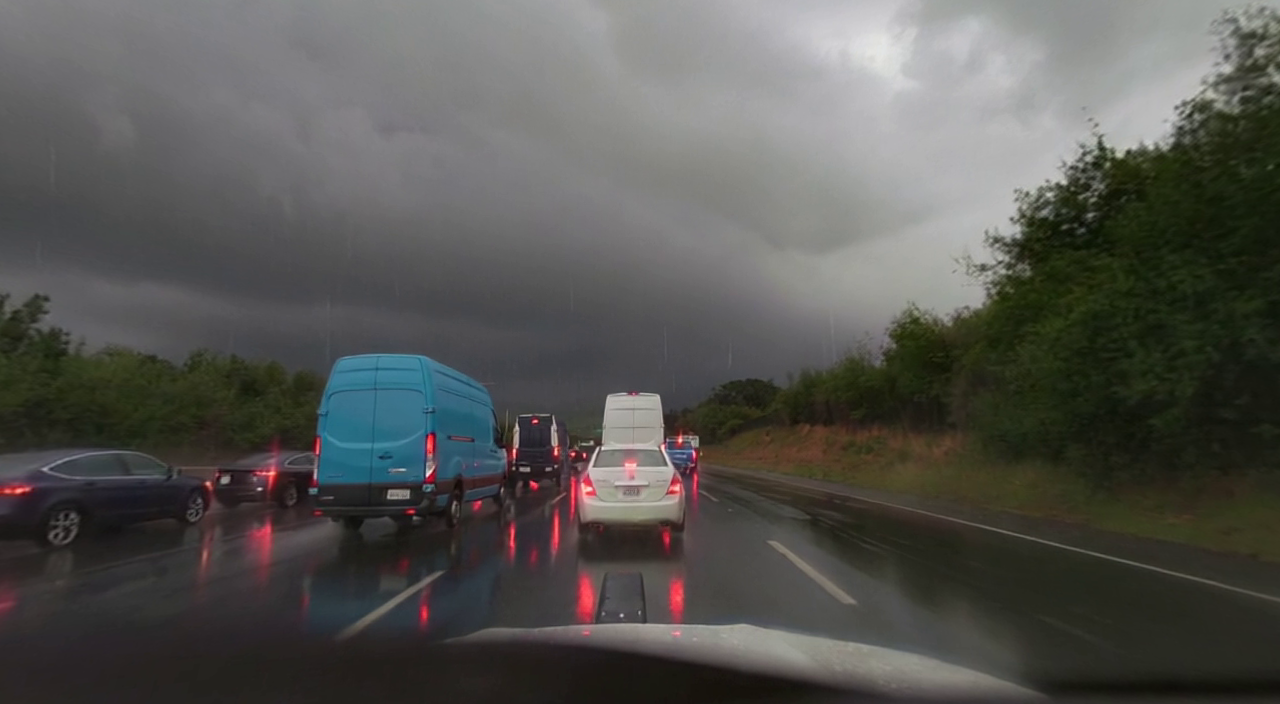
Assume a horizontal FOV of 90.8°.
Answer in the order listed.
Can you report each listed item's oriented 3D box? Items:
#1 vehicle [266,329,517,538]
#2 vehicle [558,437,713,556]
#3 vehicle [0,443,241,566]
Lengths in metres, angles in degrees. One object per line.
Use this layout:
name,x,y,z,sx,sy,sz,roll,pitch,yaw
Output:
vehicle,-4.069,1.610,12.120,2.254,2.879,6.656,0,-9,-2
vehicle,-0.091,2.127,9.862,1.995,1.495,3.380,0,-9,-1
vehicle,-8.832,2.251,10.123,1.899,1.503,4.466,-1,-9,1
